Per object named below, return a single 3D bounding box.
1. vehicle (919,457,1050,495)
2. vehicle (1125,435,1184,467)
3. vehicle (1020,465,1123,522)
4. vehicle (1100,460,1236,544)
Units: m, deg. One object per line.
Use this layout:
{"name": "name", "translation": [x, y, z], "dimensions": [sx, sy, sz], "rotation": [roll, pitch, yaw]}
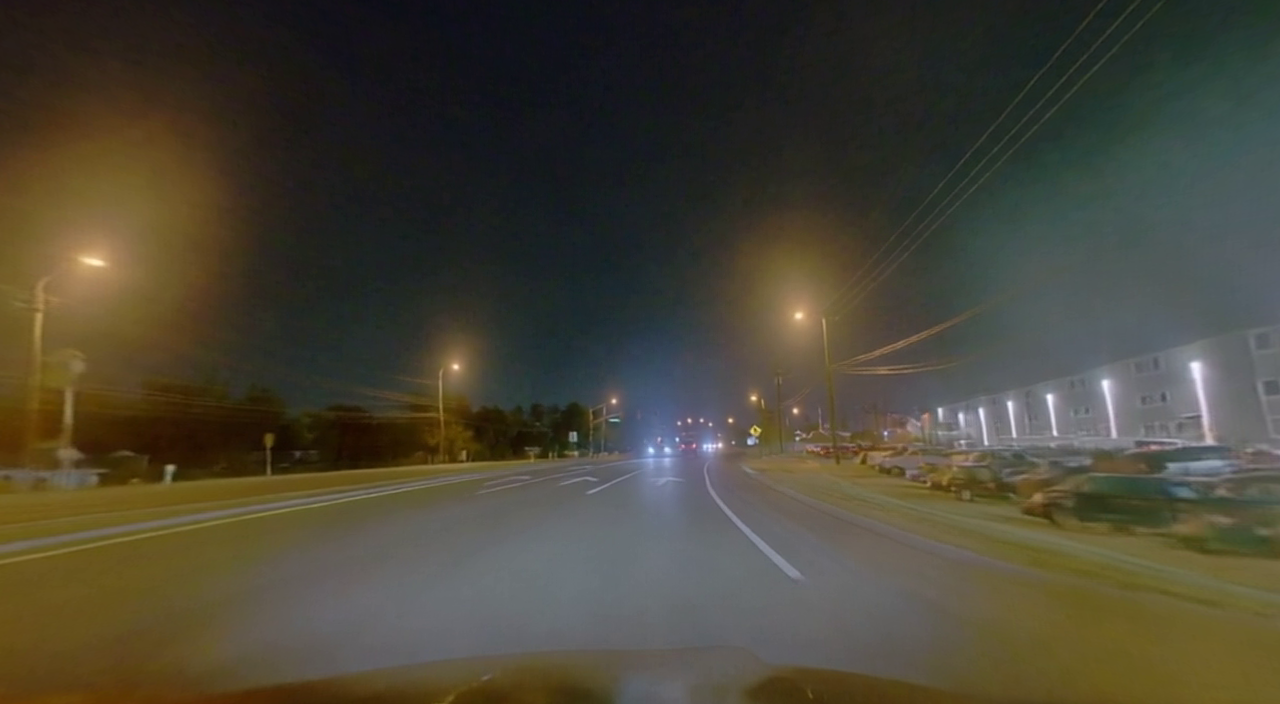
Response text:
{"name": "vehicle", "translation": [15.318, 5.489, 28.243], "dimensions": [1.885, 1.433, 4.719], "rotation": [7, -11, -39]}
{"name": "vehicle", "translation": [33.988, 6.491, 41.580], "dimensions": [4.791, 1.501, 1.930], "rotation": [0, -11, -41]}
{"name": "vehicle", "translation": [13.776, 4.380, 20.017], "dimensions": [1.862, 1.457, 4.340], "rotation": [-8, -12, 44]}
{"name": "vehicle", "translation": [13.575, 3.684, 16.102], "dimensions": [4.456, 1.693, 2.017], "rotation": [8, -12, -43]}
